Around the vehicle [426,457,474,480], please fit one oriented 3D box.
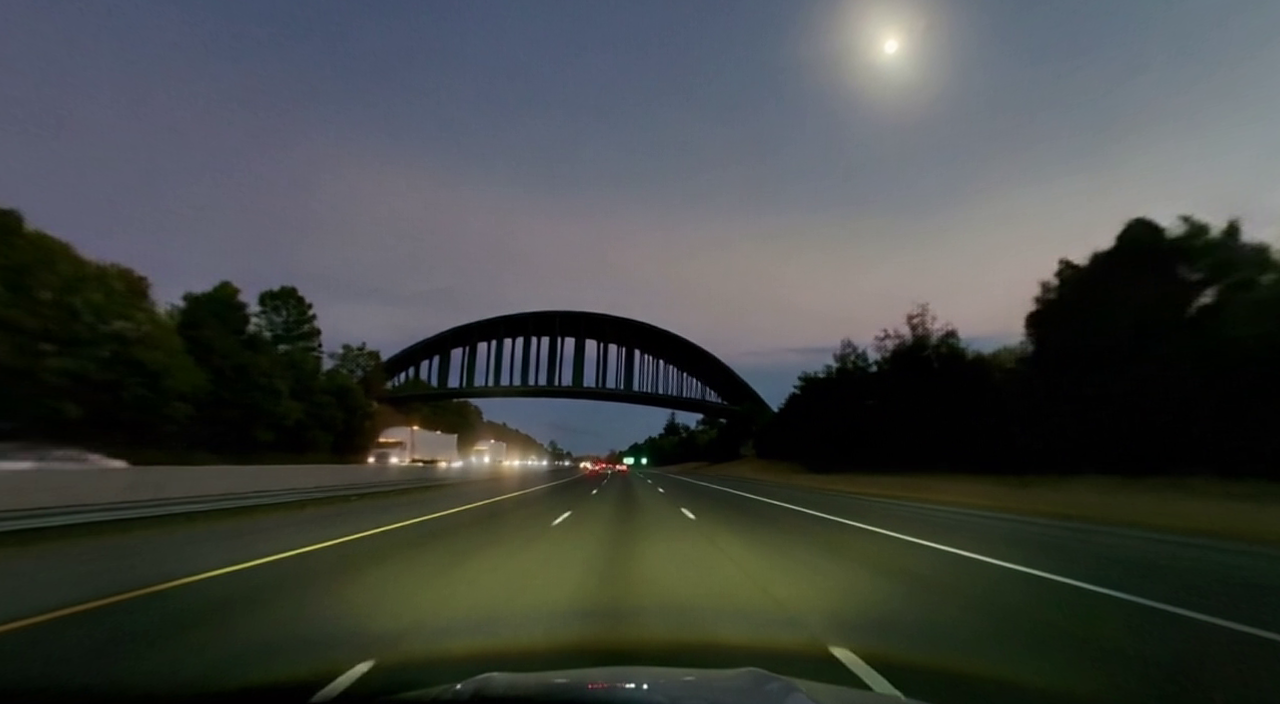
[{"bbox_3d":[-13.401,8.239,44.685,1.965,1.509,4.731,1,-10,-1],"label":"vehicle"}]
